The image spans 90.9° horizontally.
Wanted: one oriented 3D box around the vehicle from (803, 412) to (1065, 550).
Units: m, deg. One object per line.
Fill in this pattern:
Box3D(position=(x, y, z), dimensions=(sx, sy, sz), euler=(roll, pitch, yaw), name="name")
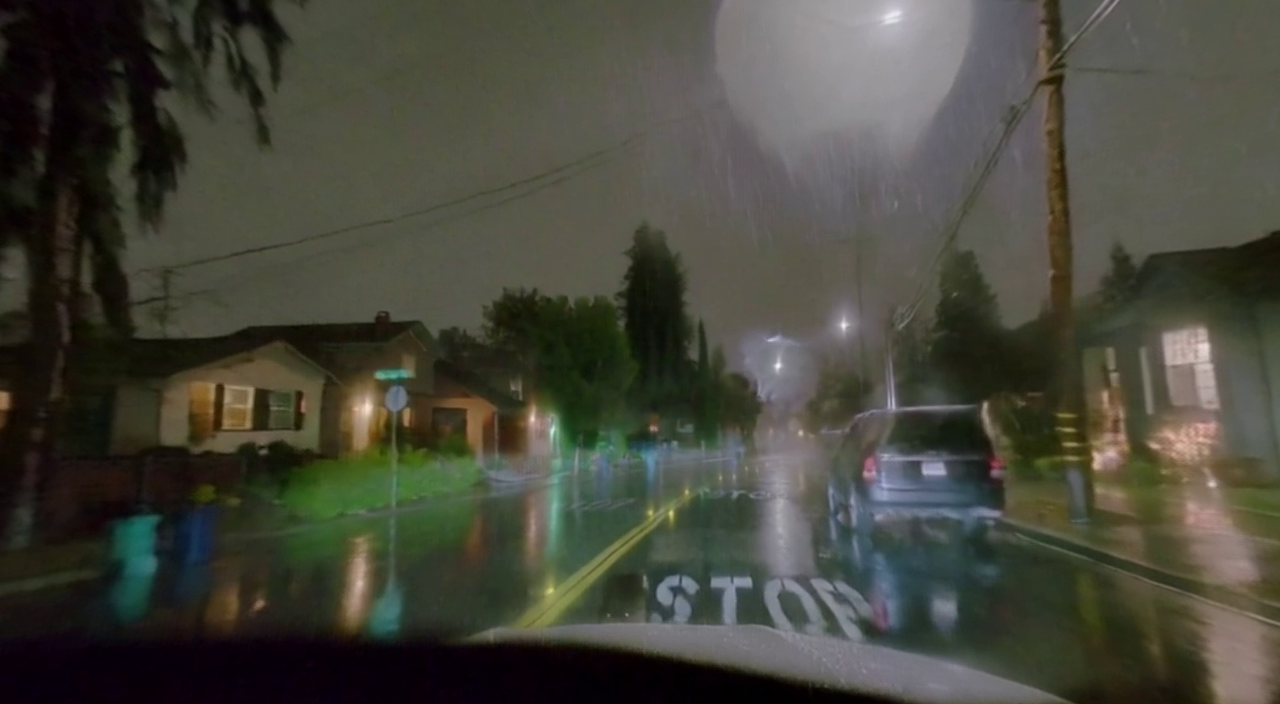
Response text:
Box3D(position=(4.220, 1.934, 10.212), dimensions=(2.692, 1.649, 4.689), euler=(-2, -9, 11), name="vehicle")
